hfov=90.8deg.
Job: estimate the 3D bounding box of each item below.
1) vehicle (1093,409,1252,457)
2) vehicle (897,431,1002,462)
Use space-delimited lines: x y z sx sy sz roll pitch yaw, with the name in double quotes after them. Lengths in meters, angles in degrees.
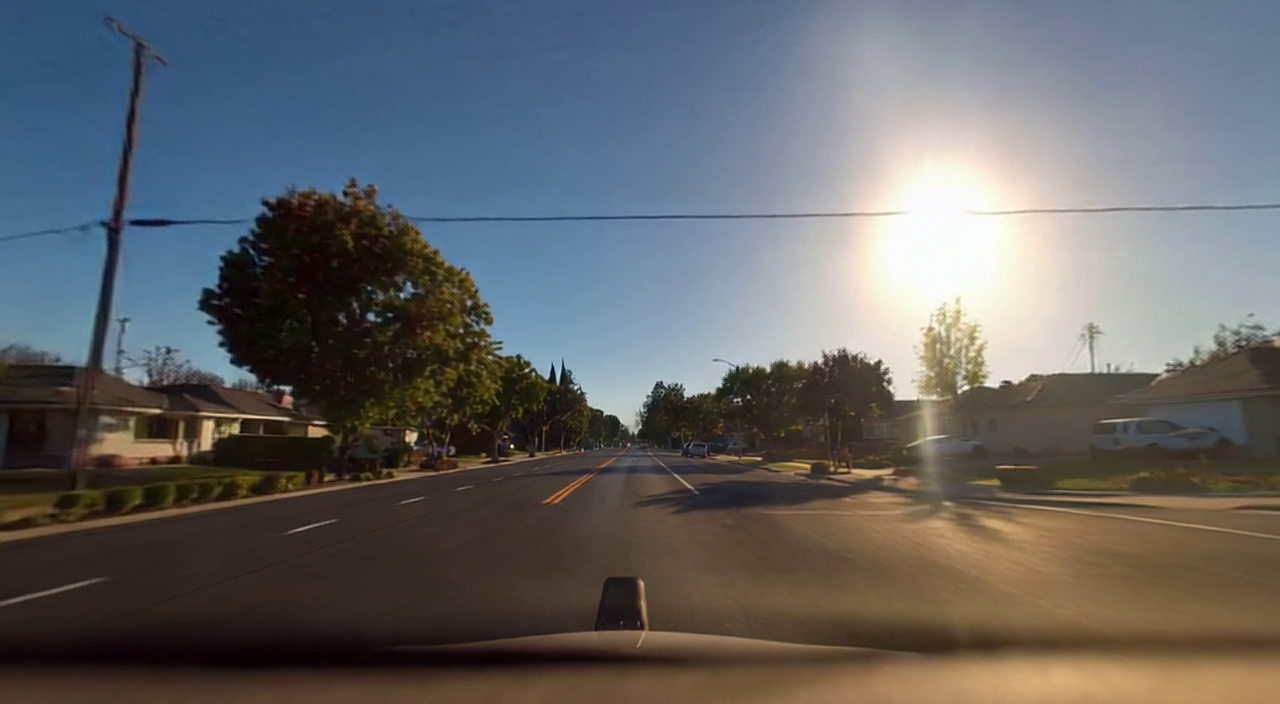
22.145 3.416 26.428 4.798 1.800 2.103 -8 -11 43 "vehicle"
16.486 5.065 33.803 4.443 1.497 2.168 -1 -8 1 "vehicle"
